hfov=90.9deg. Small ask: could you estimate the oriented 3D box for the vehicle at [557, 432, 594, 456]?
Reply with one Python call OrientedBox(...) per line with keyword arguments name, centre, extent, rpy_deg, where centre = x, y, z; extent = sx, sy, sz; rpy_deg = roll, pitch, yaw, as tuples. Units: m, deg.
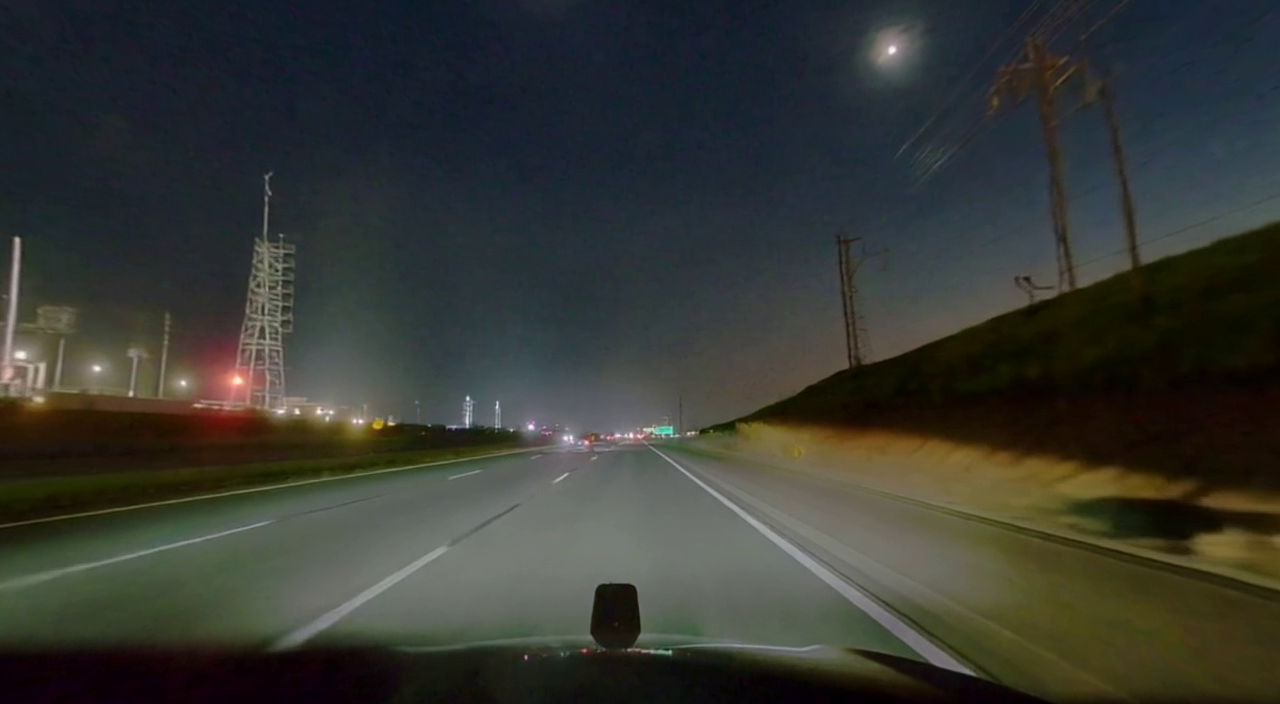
OrientedBox(name="vehicle", centre=(-4.005, 5.796, 39.800), extent=(1.952, 1.462, 3.969), rpy_deg=(0, -8, -1))
